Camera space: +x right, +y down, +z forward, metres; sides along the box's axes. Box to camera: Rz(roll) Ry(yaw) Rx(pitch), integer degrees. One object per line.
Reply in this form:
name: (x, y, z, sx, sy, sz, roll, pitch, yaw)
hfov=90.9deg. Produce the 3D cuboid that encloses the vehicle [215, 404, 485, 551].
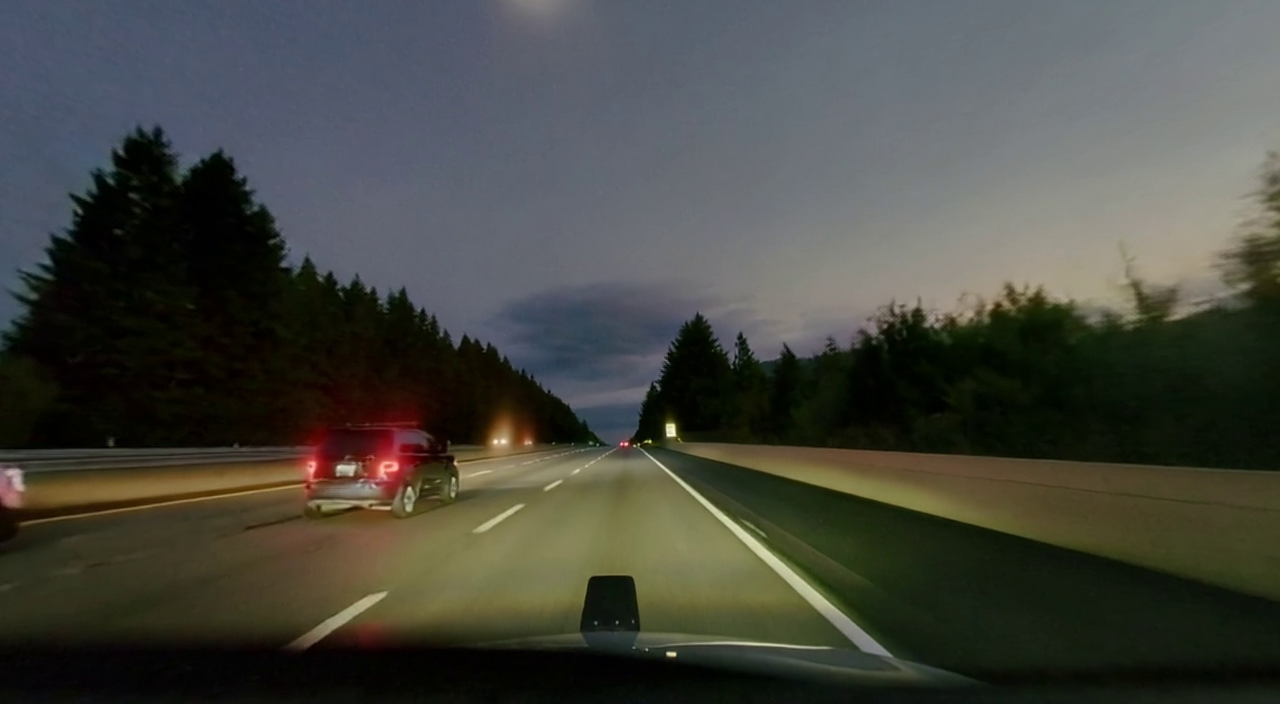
vehicle: (-3.835, 1.711, 9.318, 2.034, 1.675, 4.080, 0, -8, 0)
